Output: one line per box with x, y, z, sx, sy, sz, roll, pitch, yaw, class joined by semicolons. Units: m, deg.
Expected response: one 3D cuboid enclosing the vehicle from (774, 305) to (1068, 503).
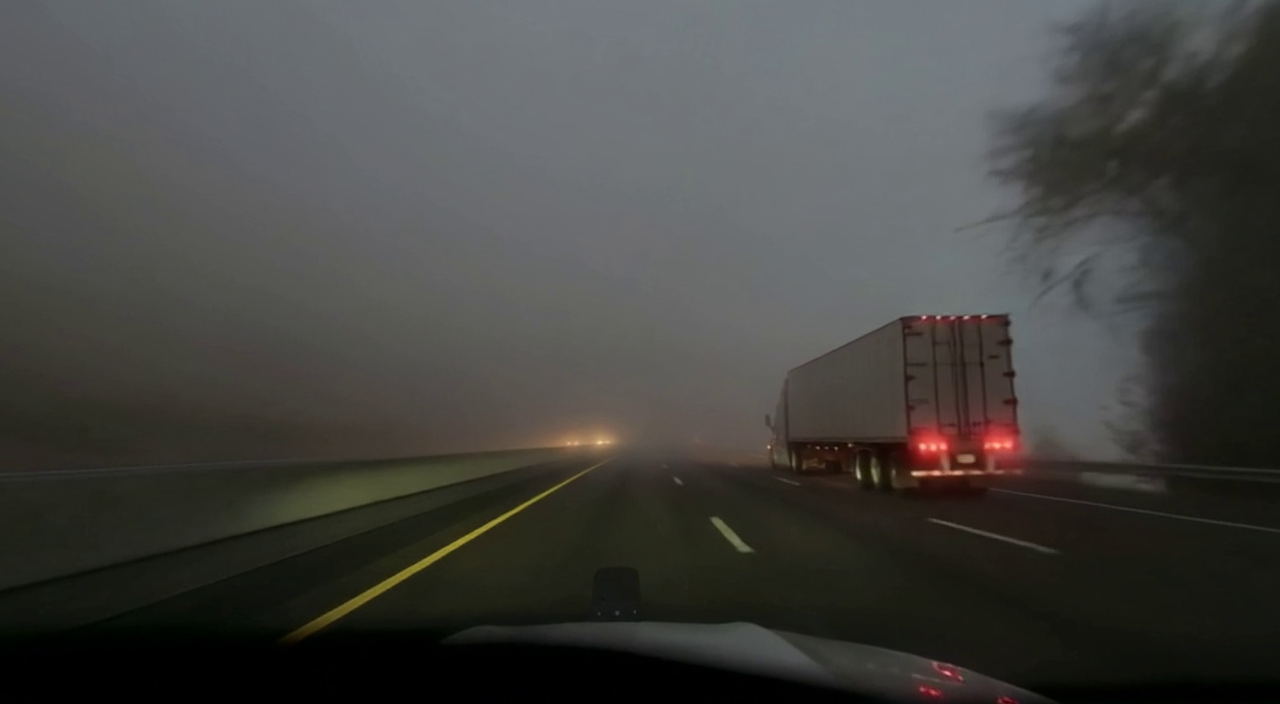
7.221;2.025;19.960;2.885;4.075;13.981;-1;-8;0;vehicle
